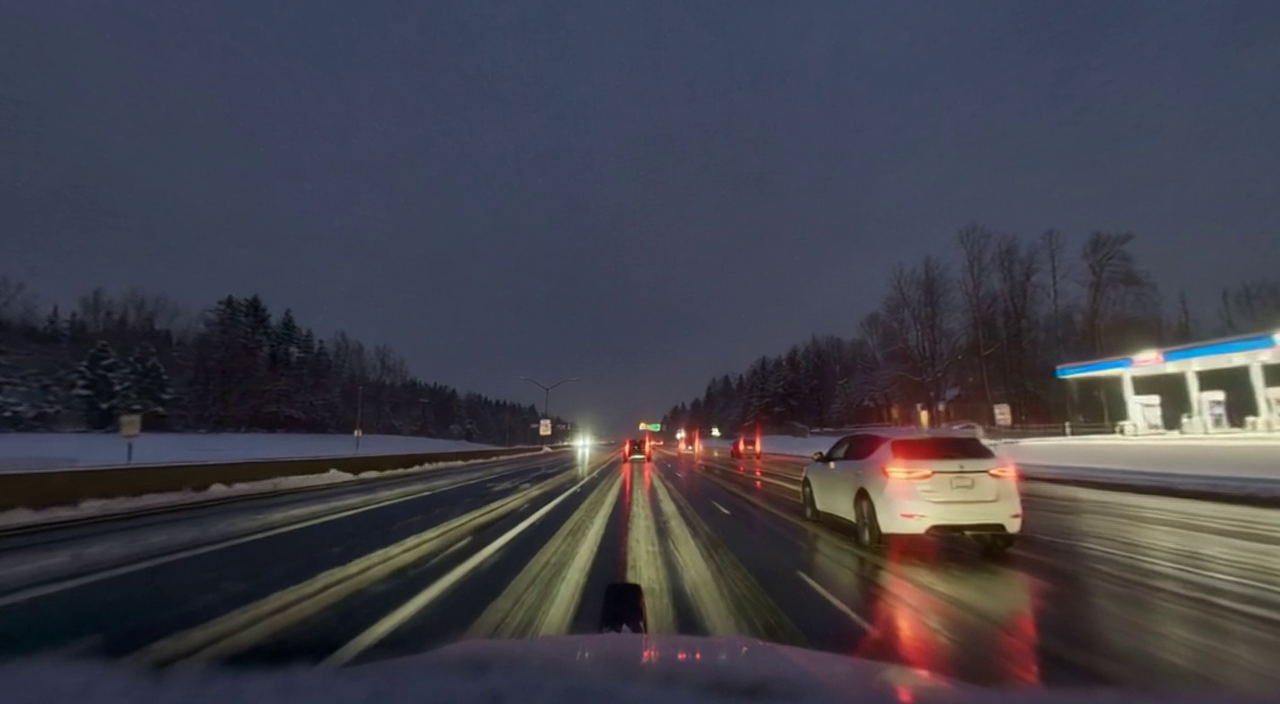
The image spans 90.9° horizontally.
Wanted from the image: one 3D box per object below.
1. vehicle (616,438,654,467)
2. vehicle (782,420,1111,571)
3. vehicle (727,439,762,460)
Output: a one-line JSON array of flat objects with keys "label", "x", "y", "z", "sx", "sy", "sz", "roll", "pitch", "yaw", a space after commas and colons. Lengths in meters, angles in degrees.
[{"label": "vehicle", "x": -0.269, "y": 5.645, "z": 35.652, "sx": 1.999, "sy": 1.473, "sz": 4.351, "roll": 0, "pitch": -8, "yaw": 0}, {"label": "vehicle", "x": 3.602, "y": 1.774, "z": 8.702, "sx": 2.172, "sy": 1.490, "sz": 4.668, "roll": 0, "pitch": -8, "yaw": 0}, {"label": "vehicle", "x": 7.751, "y": 7.273, "z": 47.161, "sx": 1.867, "sy": 1.463, "sz": 4.295, "roll": 0, "pitch": -8, "yaw": -1}]
